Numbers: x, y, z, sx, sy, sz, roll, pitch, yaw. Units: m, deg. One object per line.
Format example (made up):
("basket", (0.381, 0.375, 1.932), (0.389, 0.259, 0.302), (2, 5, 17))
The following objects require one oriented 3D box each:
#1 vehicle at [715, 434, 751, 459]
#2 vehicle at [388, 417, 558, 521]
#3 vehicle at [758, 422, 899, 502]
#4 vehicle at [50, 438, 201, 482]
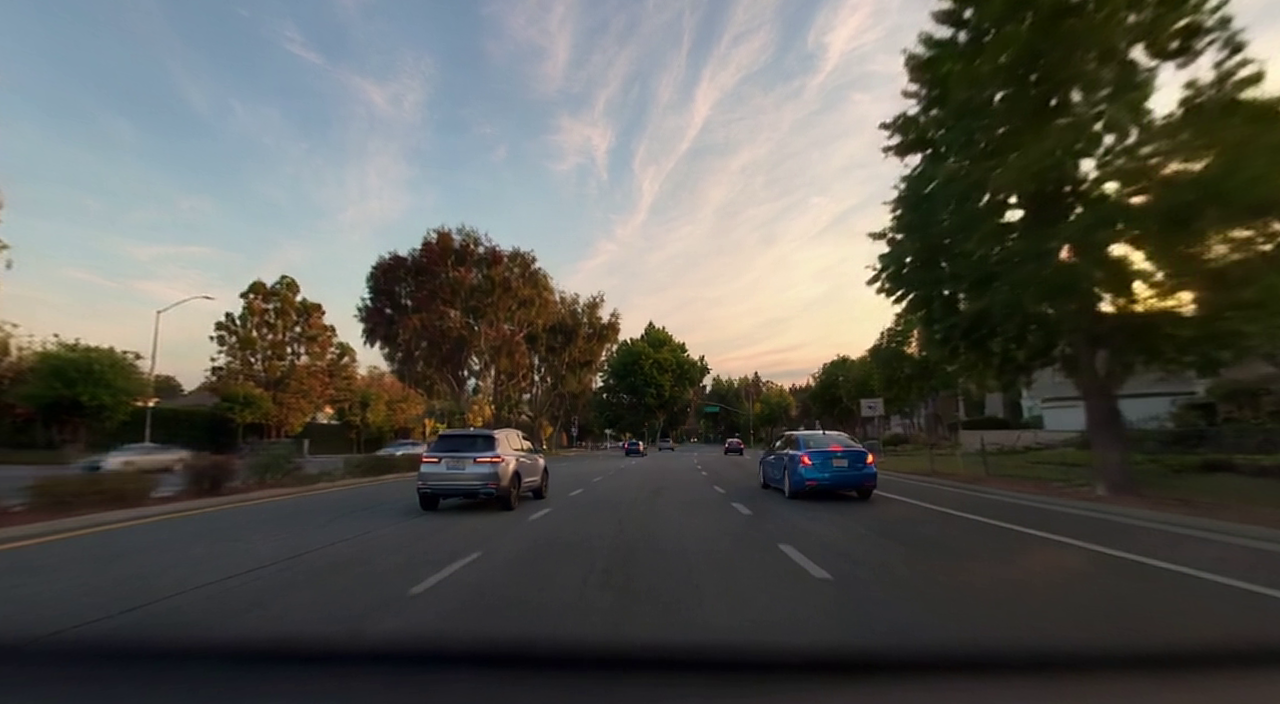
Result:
("vehicle", (6.559, 6.726, 44.885), (2.169, 1.669, 4.037), (-1, -8, 4))
("vehicle", (-3.061, 2.269, 12.785), (2.045, 1.688, 4.632), (0, -8, 2))
("vehicle", (4.343, 2.627, 15.437), (2.132, 1.659, 4.387), (0, -8, 1))
("vehicle", (-18.934, 3.964, 23.554), (1.821, 1.463, 4.363), (-1, -8, 3))
